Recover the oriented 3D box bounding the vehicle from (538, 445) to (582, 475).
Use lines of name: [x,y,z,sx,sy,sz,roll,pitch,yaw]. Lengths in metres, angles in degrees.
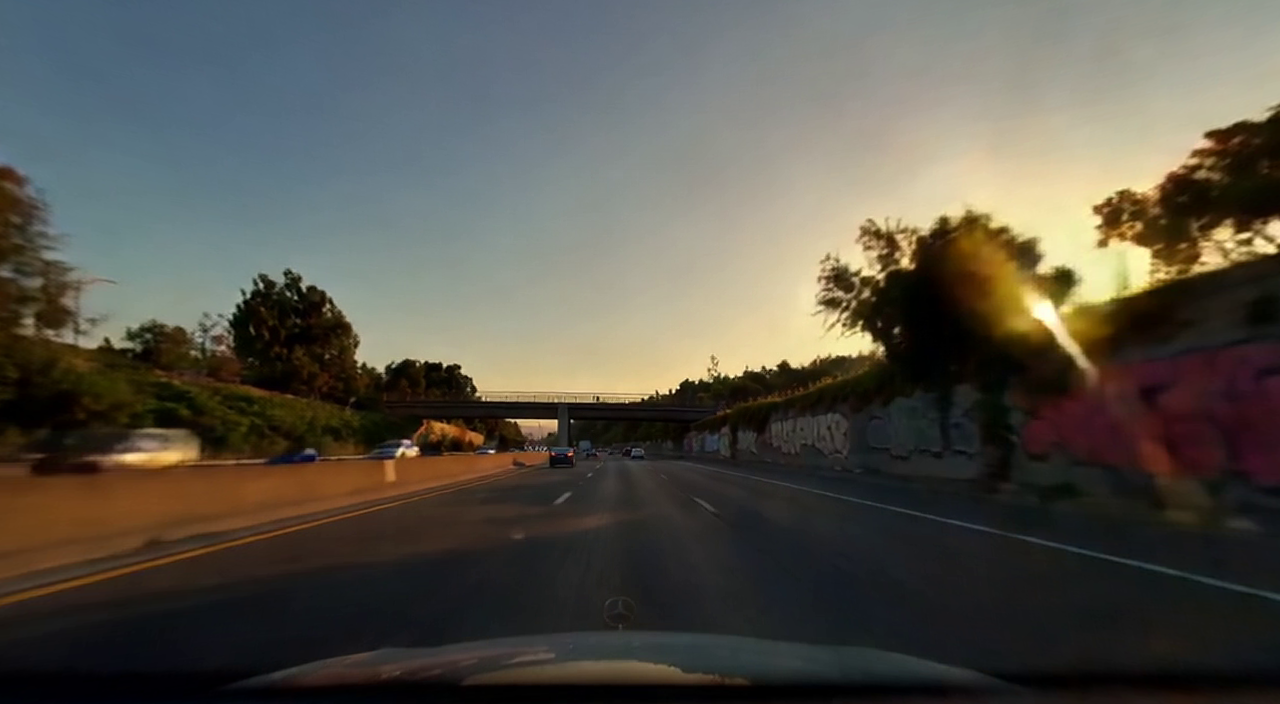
vehicle: [-4.099,5.605,32.778,1.871,1.459,3.771,0,-9,-1]
